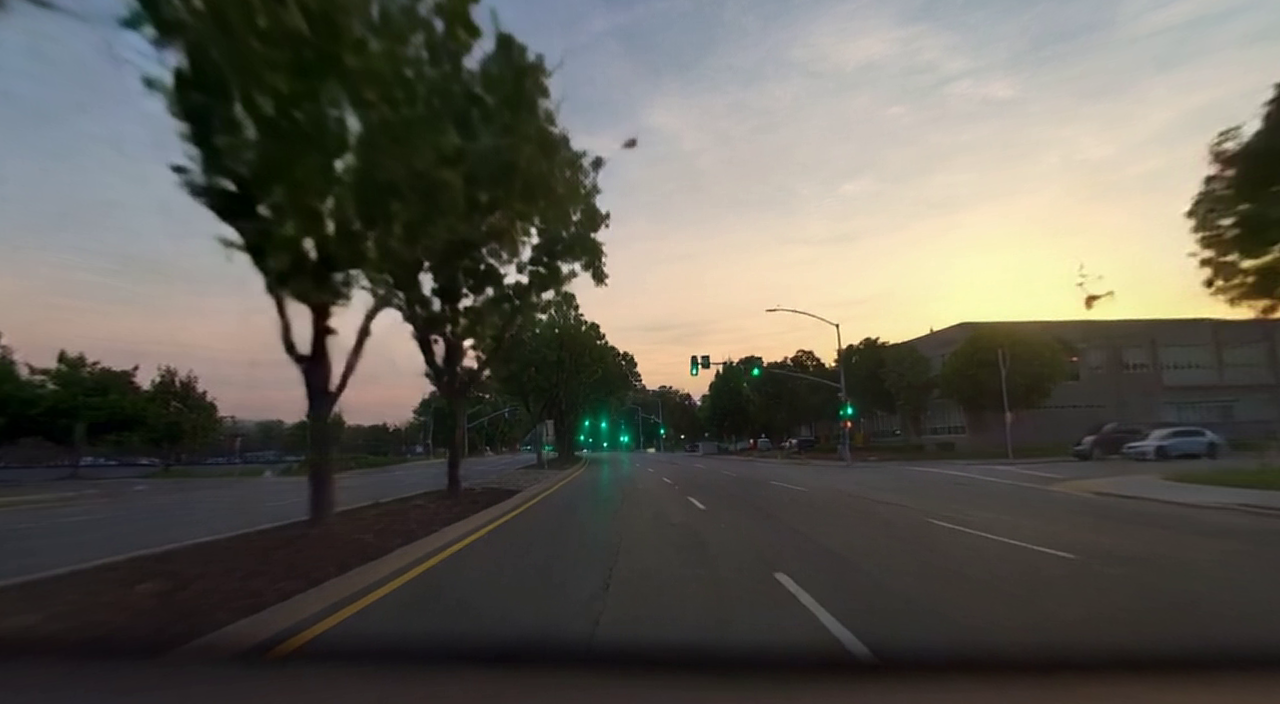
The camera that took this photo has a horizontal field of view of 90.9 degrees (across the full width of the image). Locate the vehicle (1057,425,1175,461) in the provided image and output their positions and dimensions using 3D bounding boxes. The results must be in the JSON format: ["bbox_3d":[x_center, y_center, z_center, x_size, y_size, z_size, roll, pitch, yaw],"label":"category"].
[{"bbox_3d":[26.234,5.030,34.852,4.950,1.924,2.146,1,-8,-7],"label":"vehicle"}]
